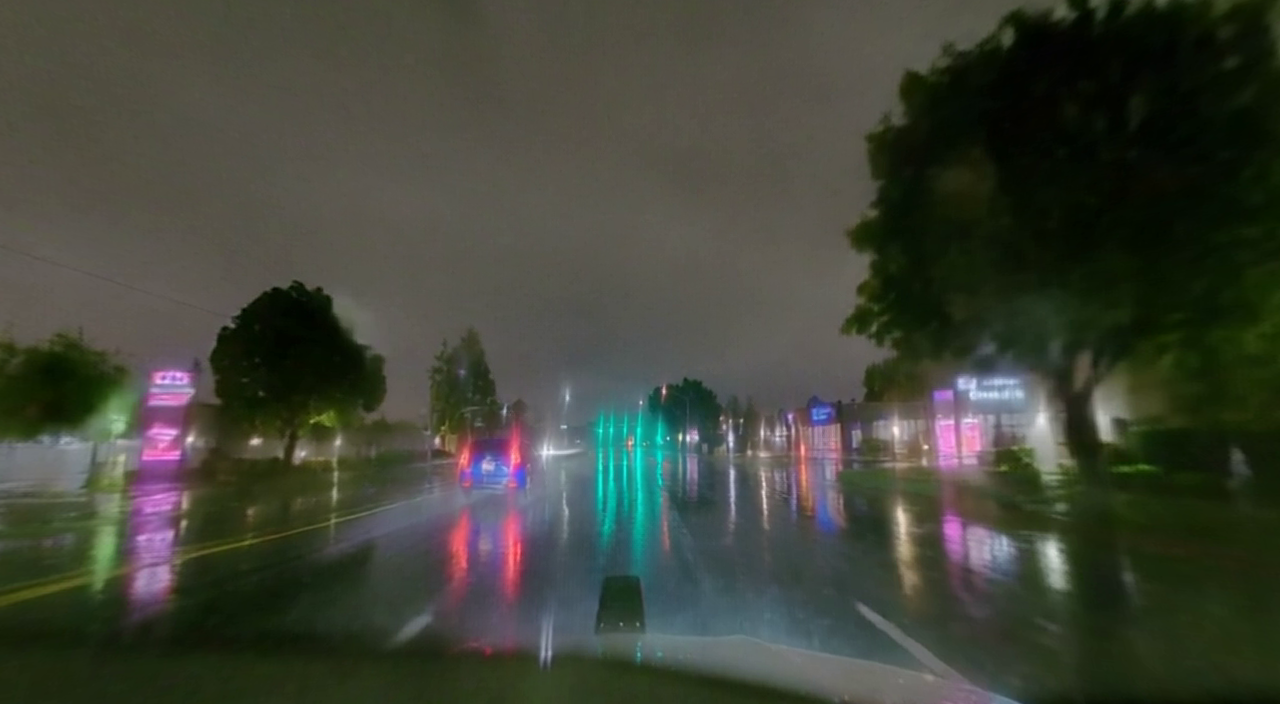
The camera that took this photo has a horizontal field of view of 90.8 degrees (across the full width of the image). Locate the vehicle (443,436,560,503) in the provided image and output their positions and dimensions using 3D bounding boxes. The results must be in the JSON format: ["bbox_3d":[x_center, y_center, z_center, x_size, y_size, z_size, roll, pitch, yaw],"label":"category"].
[{"bbox_3d":[-3.374,2.935,16.269,2.005,1.477,4.169,0,-8,1],"label":"vehicle"}]
